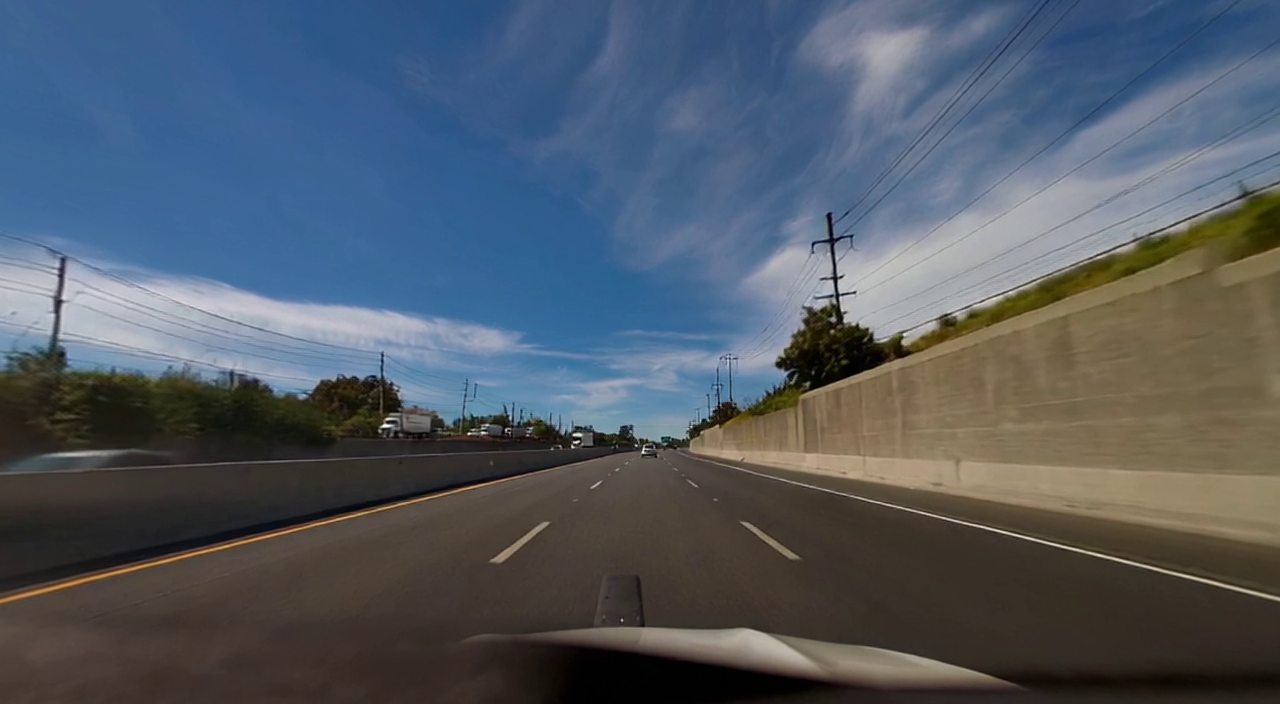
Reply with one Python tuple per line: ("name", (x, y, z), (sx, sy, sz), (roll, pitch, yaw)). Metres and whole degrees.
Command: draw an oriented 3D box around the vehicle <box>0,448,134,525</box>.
("vehicle", (-12.213, 2.577, 12.410), (1.658, 1.363, 3.429), (0, -9, 0))
